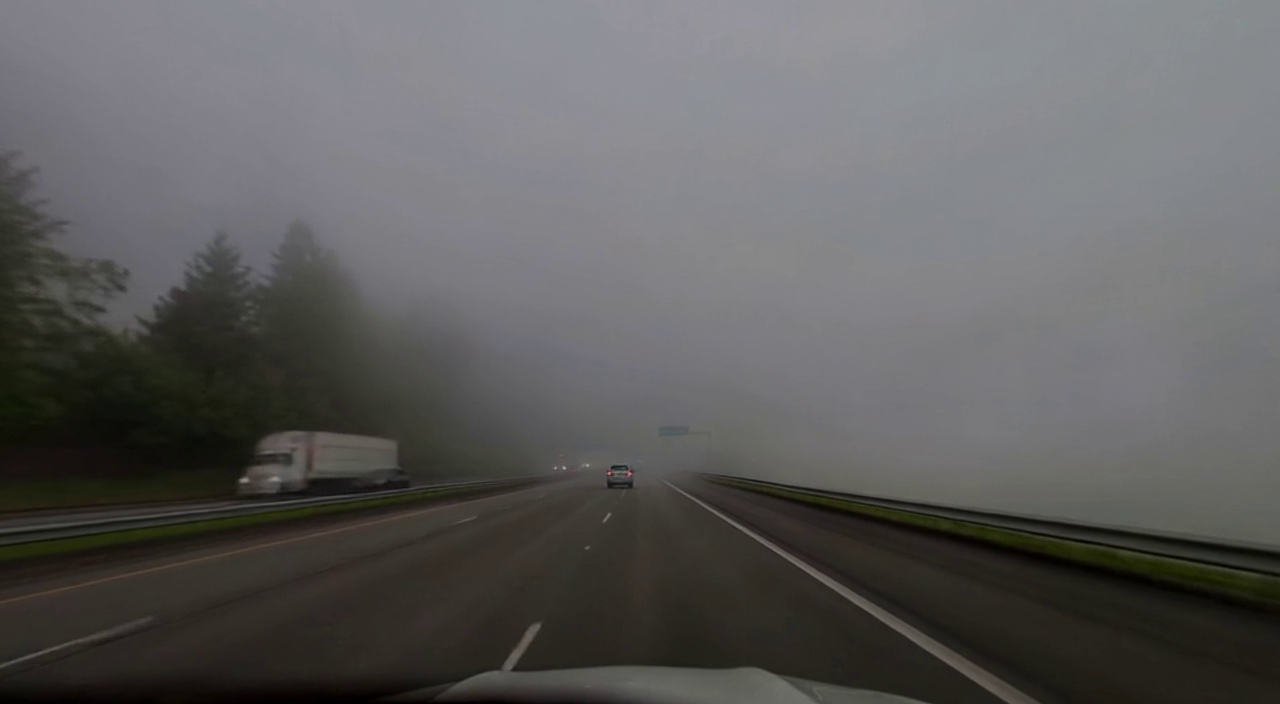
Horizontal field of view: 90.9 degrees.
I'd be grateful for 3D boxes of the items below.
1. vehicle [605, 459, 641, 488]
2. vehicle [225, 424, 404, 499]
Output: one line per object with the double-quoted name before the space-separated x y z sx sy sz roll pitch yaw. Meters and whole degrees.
"vehicle" -0.990 7.579 39.271 2.104 1.655 4.039 0 -10 1
"vehicle" -16.879 6.019 34.394 3.033 3.267 12.435 0 -10 1
